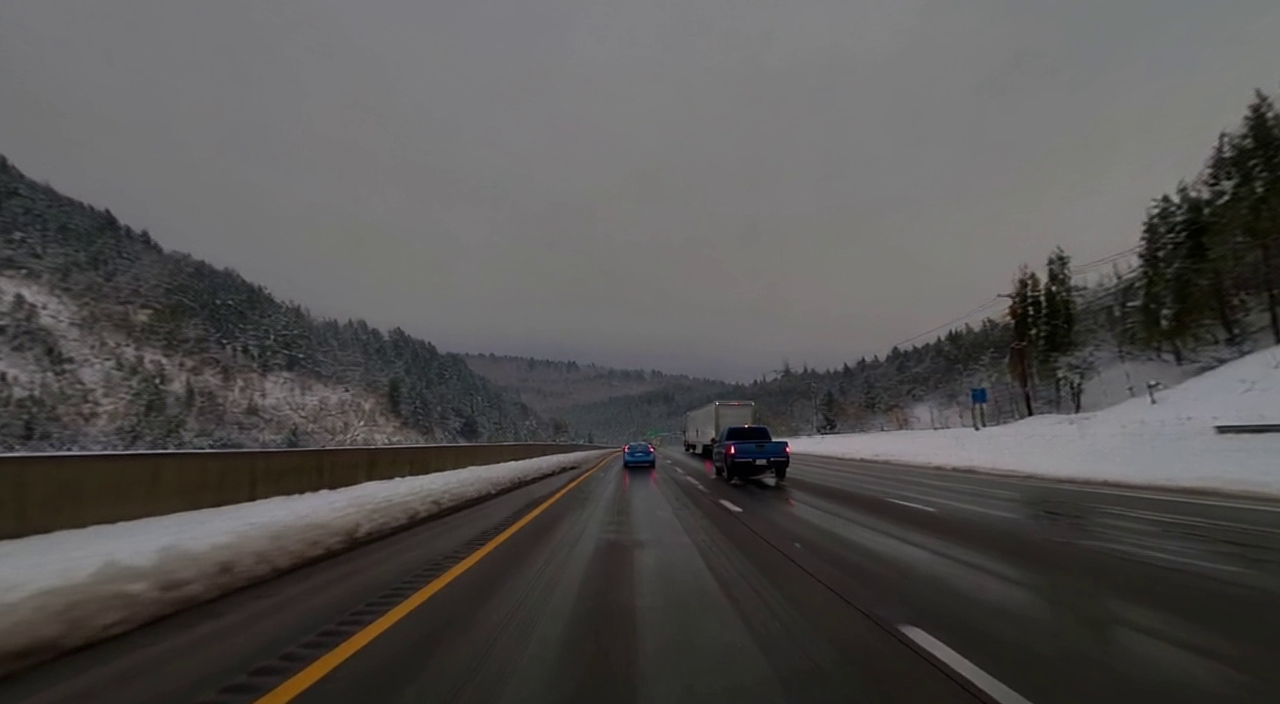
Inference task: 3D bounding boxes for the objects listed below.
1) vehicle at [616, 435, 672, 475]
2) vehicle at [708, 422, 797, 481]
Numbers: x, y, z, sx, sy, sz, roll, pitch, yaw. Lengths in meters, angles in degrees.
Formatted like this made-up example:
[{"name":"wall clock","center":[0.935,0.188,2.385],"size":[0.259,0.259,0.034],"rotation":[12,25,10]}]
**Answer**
[{"name":"vehicle","center":[0.136,4.134,25.607],"size":[2.083,1.477,3.965],"rotation":[0,-9,0]},{"name":"vehicle","center":[3.718,3.426,21.828],"size":[2.098,1.794,4.561],"rotation":[0,-9,-2]}]
